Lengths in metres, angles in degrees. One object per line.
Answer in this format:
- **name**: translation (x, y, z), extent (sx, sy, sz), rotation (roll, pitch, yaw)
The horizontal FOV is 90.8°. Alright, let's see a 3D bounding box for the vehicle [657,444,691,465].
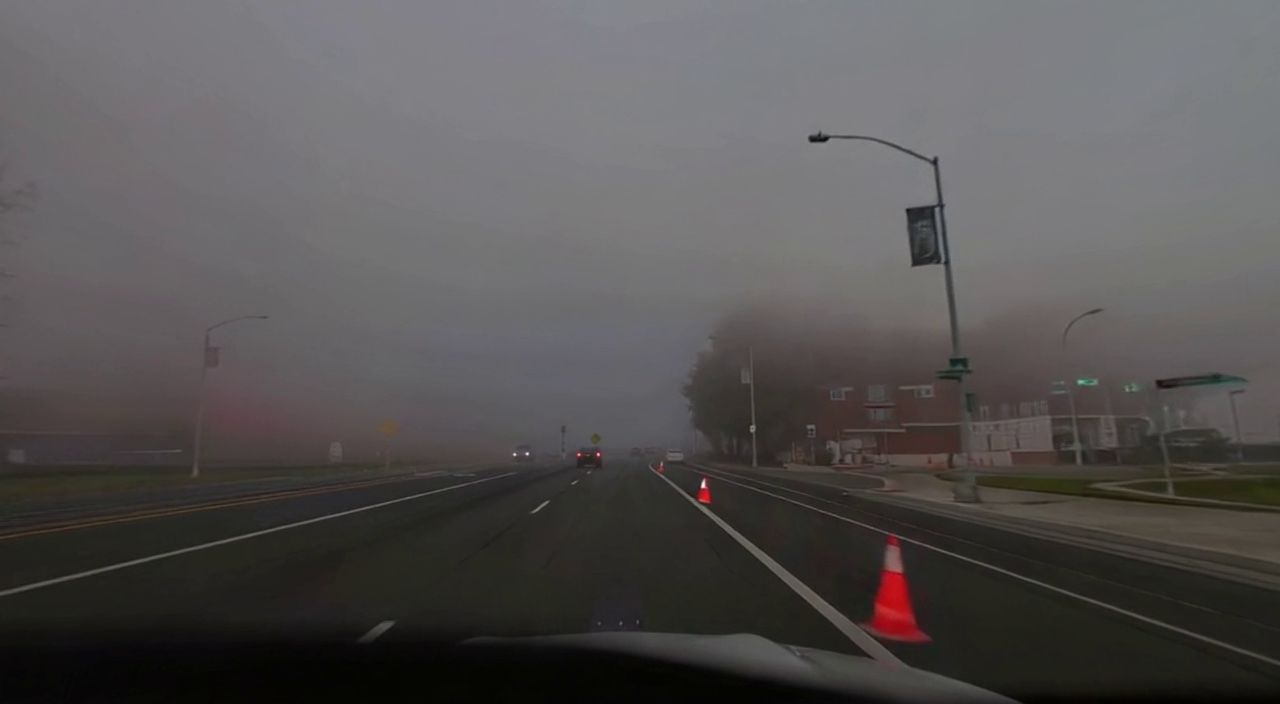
- **vehicle**: translation (2.456, 7.552, 46.767), extent (2.063, 1.483, 4.226), rotation (0, -9, -2)

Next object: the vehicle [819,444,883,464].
- **vehicle**: translation (16.578, 8.031, 49.794), extent (4.410, 1.472, 1.803), rotation (-6, -10, 32)
